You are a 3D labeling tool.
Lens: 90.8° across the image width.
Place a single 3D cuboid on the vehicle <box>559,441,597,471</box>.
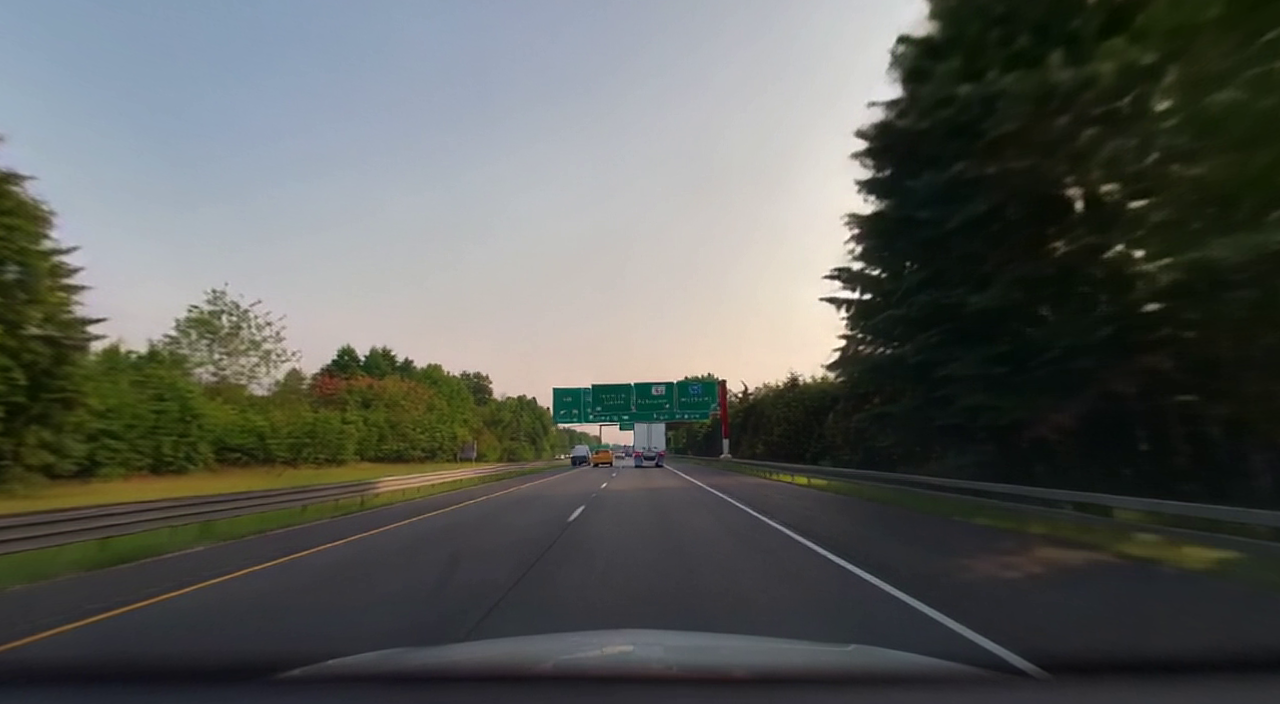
[{"bbox_3d":[-4.255,7.219,43.994,2.168,1.980,4.622,0,-9,0],"label":"vehicle"}]
